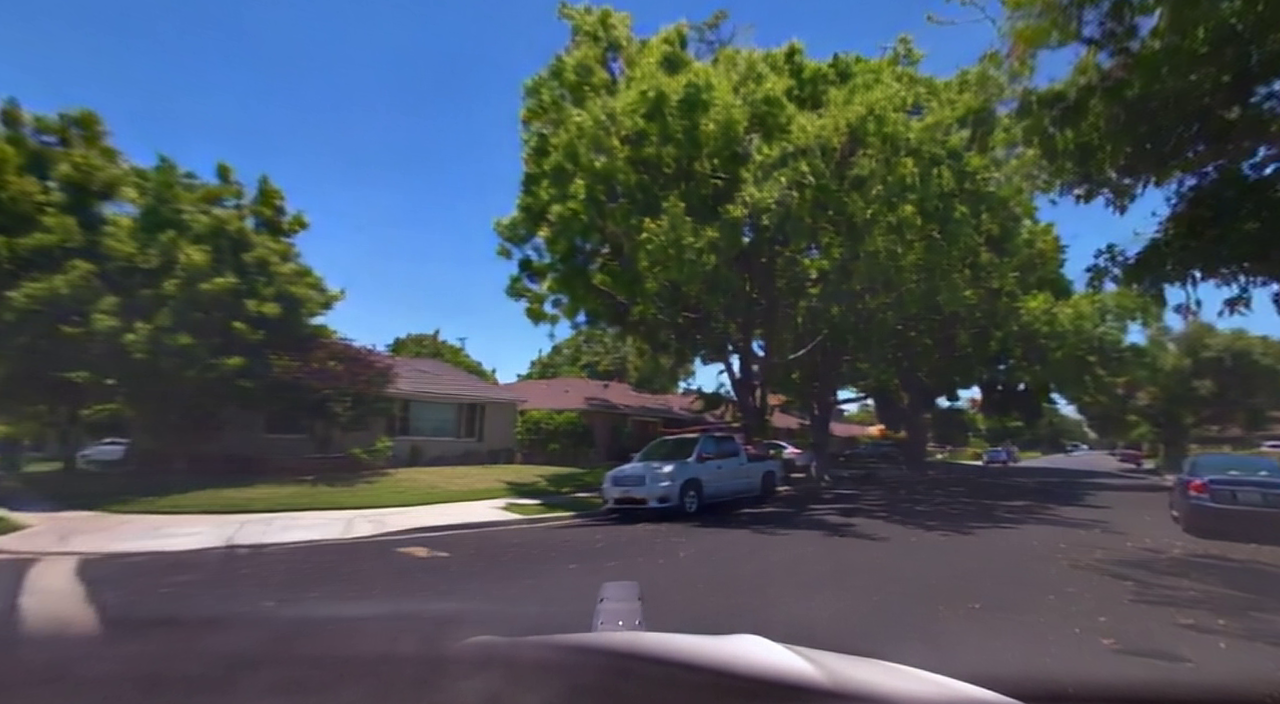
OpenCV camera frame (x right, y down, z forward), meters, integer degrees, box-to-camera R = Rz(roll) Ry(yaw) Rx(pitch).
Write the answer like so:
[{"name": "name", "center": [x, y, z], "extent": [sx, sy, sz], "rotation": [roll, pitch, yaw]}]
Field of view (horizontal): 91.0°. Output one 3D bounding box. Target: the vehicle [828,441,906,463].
[{"name": "vehicle", "center": [16.818, 7.393, 46.792], "extent": [4.977, 1.558, 2.079], "rotation": [-6, -11, 37]}]

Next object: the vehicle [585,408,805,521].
[{"name": "vehicle", "center": [1.592, 2.578, 14.847], "extent": [2.337, 2.084, 6.088], "rotation": [-7, -11, 35]}]

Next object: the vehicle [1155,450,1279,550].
[{"name": "vehicle", "center": [10.669, 2.481, 11.216], "extent": [1.959, 1.431, 4.647], "rotation": [-6, -11, 36]}]
